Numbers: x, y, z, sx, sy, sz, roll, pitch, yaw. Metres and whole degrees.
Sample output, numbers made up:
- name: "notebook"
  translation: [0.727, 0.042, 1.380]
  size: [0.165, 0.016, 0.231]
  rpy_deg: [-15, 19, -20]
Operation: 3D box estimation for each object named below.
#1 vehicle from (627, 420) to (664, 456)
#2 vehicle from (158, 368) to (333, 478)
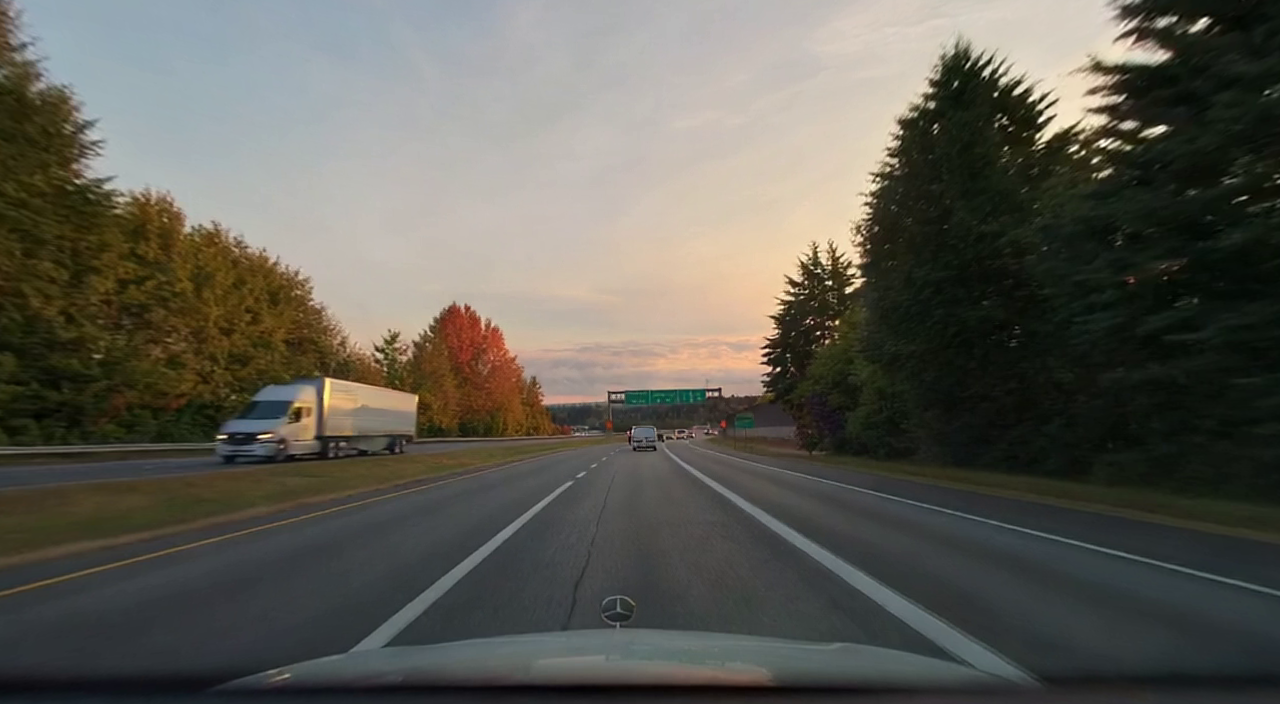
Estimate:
- name: "vehicle"
  translation: [0.351, 5.996, 43.830]
  size: [2.450, 2.314, 4.753]
  rpy_deg: [0, -8, -1]
- name: "vehicle"
  translation: [-15.248, 2.873, 25.037]
  size: [3.006, 3.818, 5.823]
  rpy_deg: [0, -8, 0]
